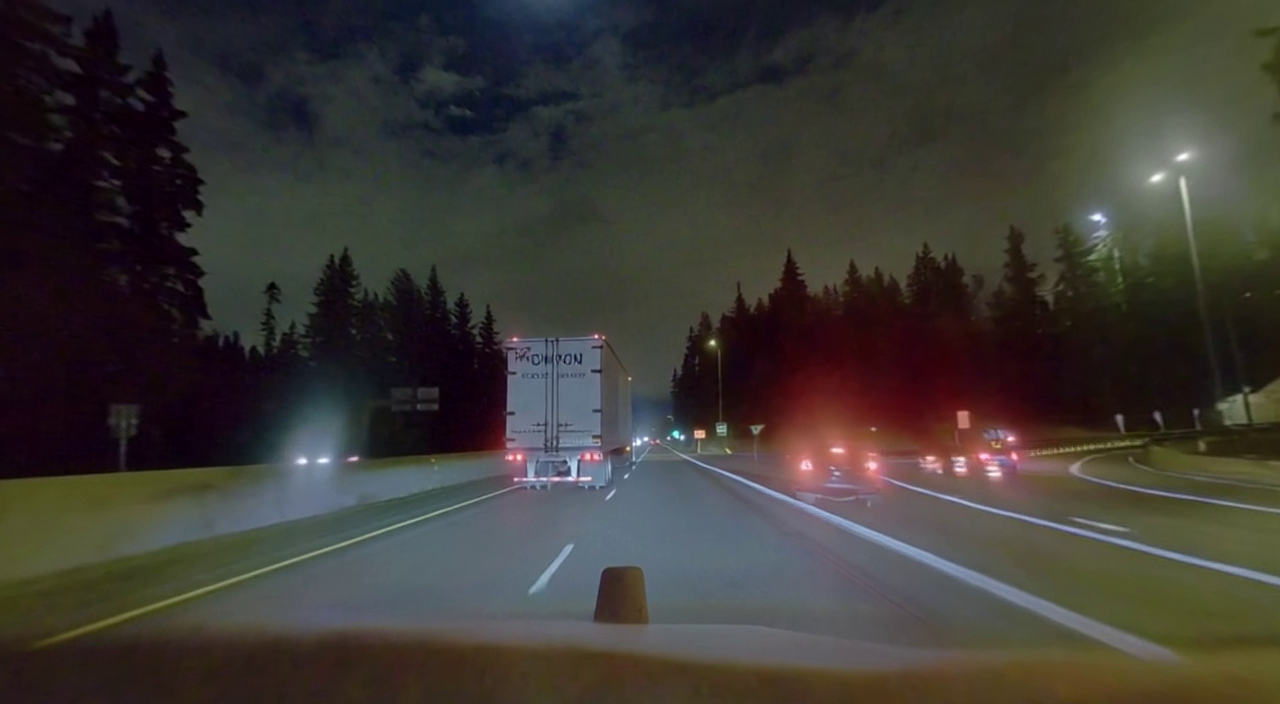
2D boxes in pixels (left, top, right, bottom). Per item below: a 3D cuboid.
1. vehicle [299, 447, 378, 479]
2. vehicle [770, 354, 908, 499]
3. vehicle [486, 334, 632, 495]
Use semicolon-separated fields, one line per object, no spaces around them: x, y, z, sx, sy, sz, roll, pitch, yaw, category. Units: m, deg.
-16.580;6.074;34.934;2.100;1.605;4.477;0;-8;1;vehicle
5.253;2.060;17.310;2.928;3.571;3.032;-1;-8;6;vehicle
-2.128;2.726;24.029;2.873;4.060;16.327;0;-8;2;vehicle
